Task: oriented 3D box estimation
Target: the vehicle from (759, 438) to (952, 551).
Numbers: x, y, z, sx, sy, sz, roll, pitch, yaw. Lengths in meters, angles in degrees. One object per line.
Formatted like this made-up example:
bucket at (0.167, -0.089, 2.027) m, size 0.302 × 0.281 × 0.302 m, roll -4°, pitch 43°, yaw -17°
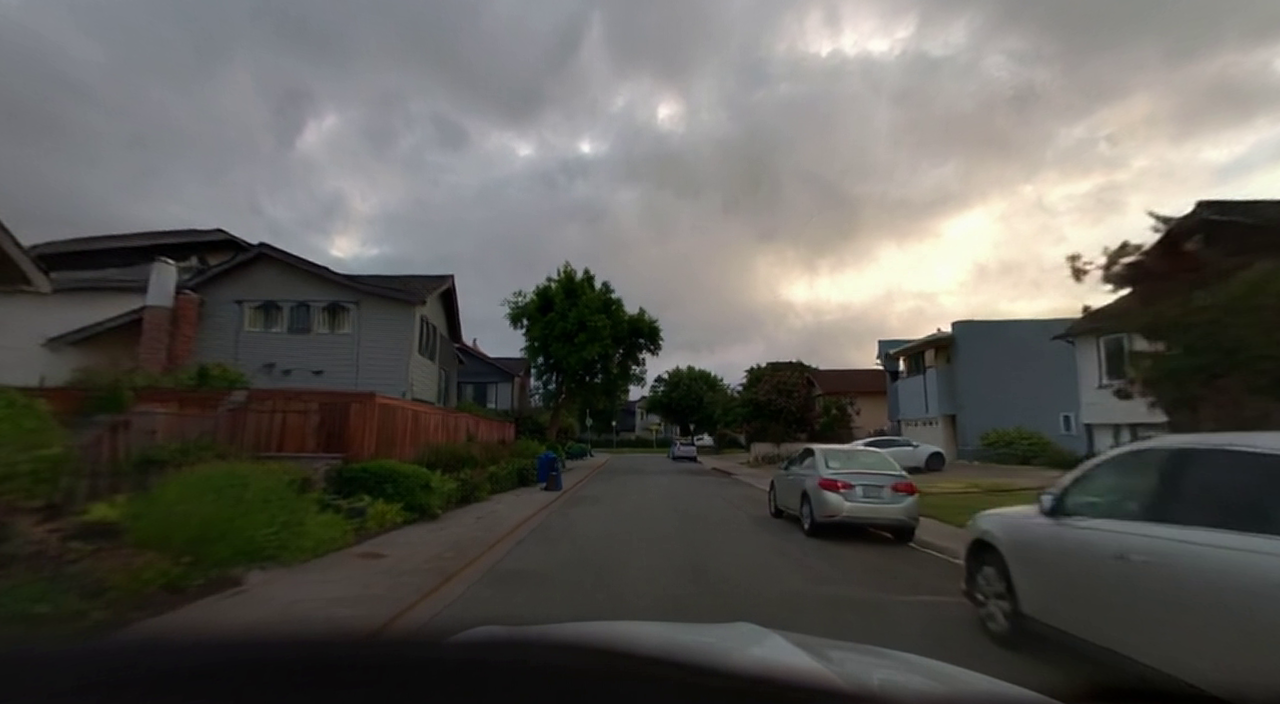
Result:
vehicle at (3.272, 2.184, 10.430) m, size 1.838 × 1.496 × 3.735 m, roll 0°, pitch -8°, yaw 0°

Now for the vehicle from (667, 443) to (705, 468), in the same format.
vehicle at (2.935, 6.646, 40.691) m, size 1.955 × 1.498 × 4.046 m, roll 0°, pitch -8°, yaw -3°

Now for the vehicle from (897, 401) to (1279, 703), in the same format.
vehicle at (3.302, 1.111, 3.227) m, size 2.006 × 1.603 × 4.553 m, roll 0°, pitch -8°, yaw -1°
